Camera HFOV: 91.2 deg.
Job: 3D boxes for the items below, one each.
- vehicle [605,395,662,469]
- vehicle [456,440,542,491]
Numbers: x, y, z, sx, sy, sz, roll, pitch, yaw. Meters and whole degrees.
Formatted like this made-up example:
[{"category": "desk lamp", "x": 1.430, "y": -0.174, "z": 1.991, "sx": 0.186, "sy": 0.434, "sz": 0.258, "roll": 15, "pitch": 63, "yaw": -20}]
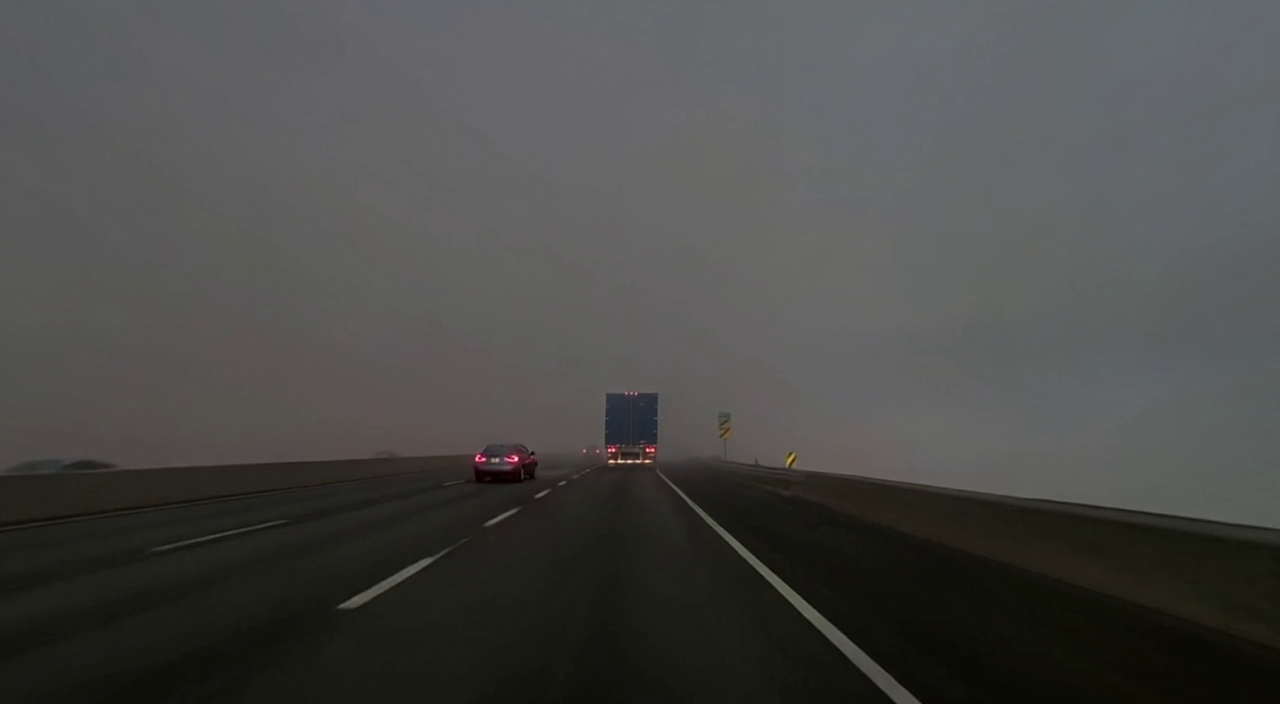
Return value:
[{"category": "vehicle", "x": -0.389, "y": 5.250, "z": 40.132, "sx": 3.123, "sy": 4.094, "sz": 10.812, "roll": 0, "pitch": -9, "yaw": 0}, {"category": "vehicle", "x": -4.502, "y": 3.683, "z": 20.589, "sx": 1.895, "sy": 1.500, "sz": 3.808, "roll": 0, "pitch": -9, "yaw": 1}]
